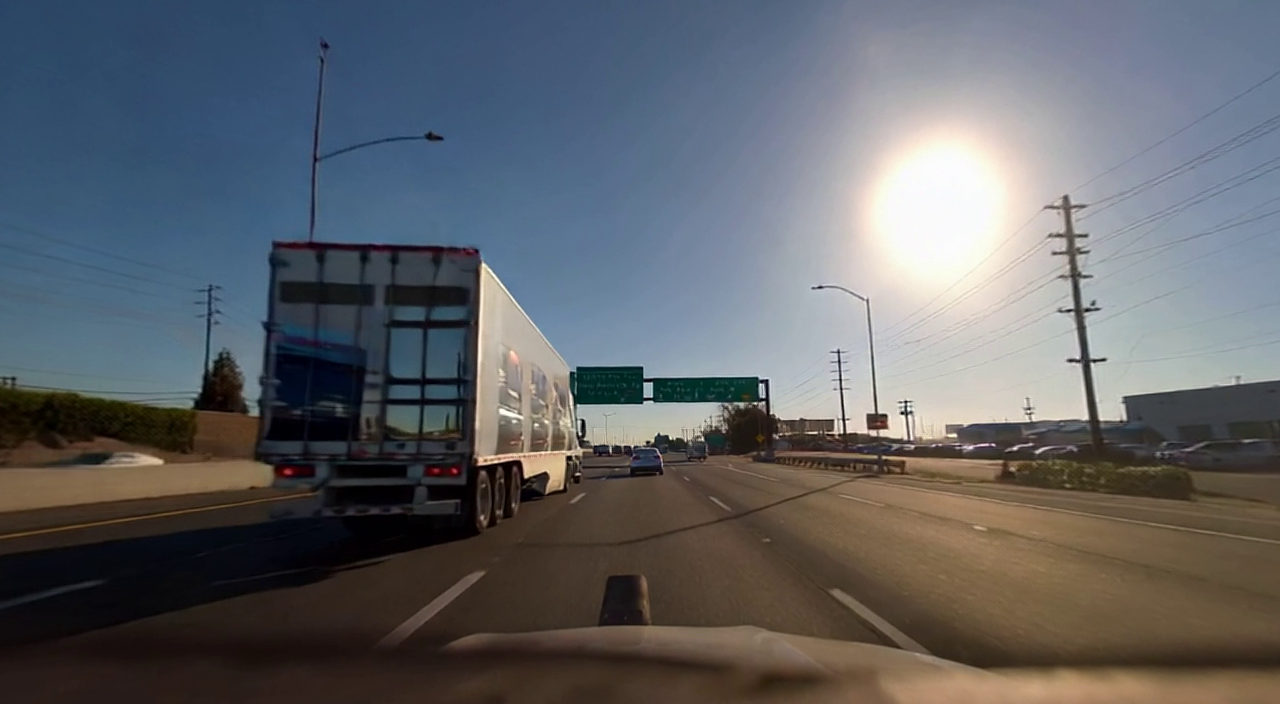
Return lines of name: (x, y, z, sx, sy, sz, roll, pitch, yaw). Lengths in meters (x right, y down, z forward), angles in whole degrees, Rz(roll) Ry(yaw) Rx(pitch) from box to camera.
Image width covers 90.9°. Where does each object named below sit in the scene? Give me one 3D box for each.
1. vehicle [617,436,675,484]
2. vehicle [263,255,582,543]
vehicle: (0.229, 4.565, 26.898, 2.279, 1.837, 4.747, 0, -8, 0)
vehicle: (-3.933, 1.835, 17.520, 2.888, 4.308, 16.259, 0, -8, 1)
